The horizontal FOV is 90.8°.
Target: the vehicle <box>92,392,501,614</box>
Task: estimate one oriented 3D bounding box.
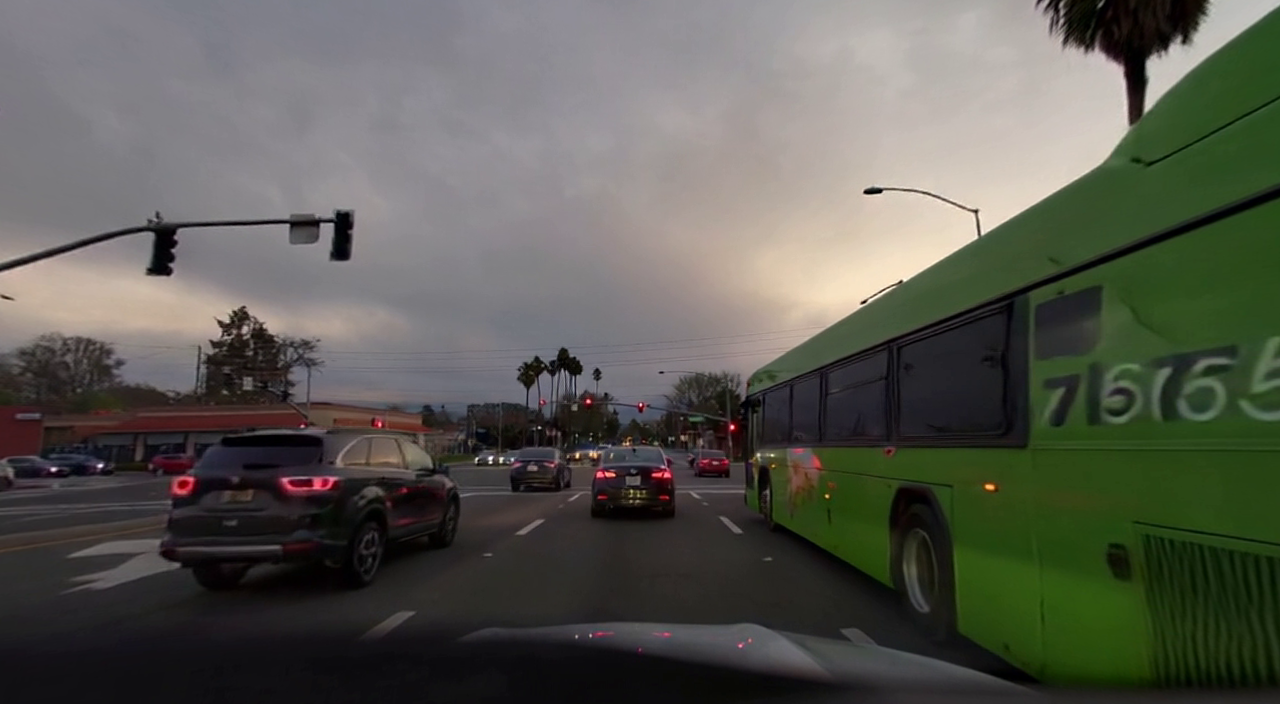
[{"bbox_3d":[-3.408,1.625,7.797,2.145,1.824,4.974,0,-9,1],"label":"vehicle"}]

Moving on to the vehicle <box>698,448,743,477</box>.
[{"bbox_3d":[4.355,6.012,34.725,1.989,1.467,4.364,0,-9,1],"label":"vehicle"}]

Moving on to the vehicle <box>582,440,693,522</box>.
[{"bbox_3d":[-0.034,2.678,13.635,2.060,1.499,3.831,0,-9,0],"label":"vehicle"}]

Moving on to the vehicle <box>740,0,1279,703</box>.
[{"bbox_3d":[3.709,0.308,6.819,3.068,4.026,13.534,0,-9,0],"label":"vehicle"}]

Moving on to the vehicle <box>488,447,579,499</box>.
[{"bbox_3d":[-3.164,3.679,19.661,1.919,1.415,4.178,0,-9,2],"label":"vehicle"}]

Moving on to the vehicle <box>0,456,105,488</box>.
[{"bbox_3d":[-36.851,7.434,39.343,4.855,1.812,2.153,1,-9,-6],"label":"vehicle"}]
